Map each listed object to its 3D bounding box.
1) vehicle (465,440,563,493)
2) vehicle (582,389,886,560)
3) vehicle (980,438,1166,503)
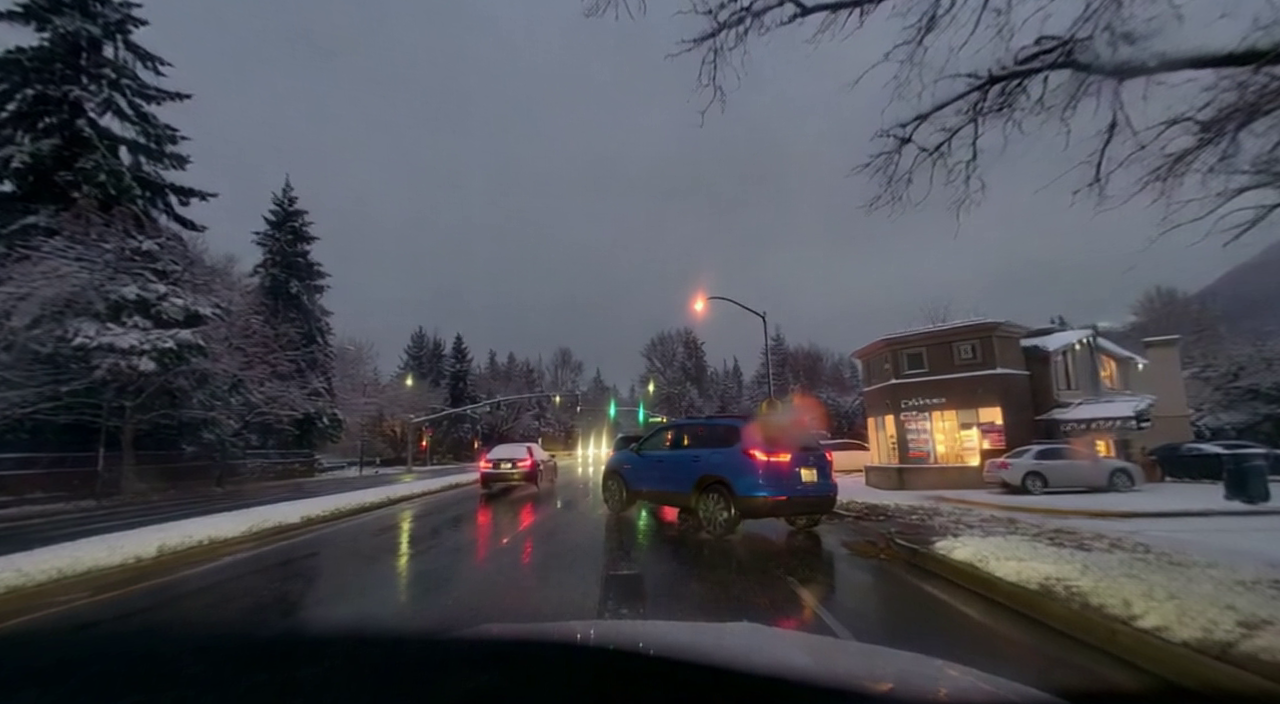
[{"bbox_3d":[-3.763,3.493,19.573,2.026,1.466,4.282,0,-8,2],"label":"vehicle"},{"bbox_3d":[1.111,1.771,9.777,2.052,1.955,4.642,5,-10,-33],"label":"vehicle"},{"bbox_3d":[12.252,3.352,17.979,3.871,1.525,1.835,-3,-9,0],"label":"vehicle"}]
